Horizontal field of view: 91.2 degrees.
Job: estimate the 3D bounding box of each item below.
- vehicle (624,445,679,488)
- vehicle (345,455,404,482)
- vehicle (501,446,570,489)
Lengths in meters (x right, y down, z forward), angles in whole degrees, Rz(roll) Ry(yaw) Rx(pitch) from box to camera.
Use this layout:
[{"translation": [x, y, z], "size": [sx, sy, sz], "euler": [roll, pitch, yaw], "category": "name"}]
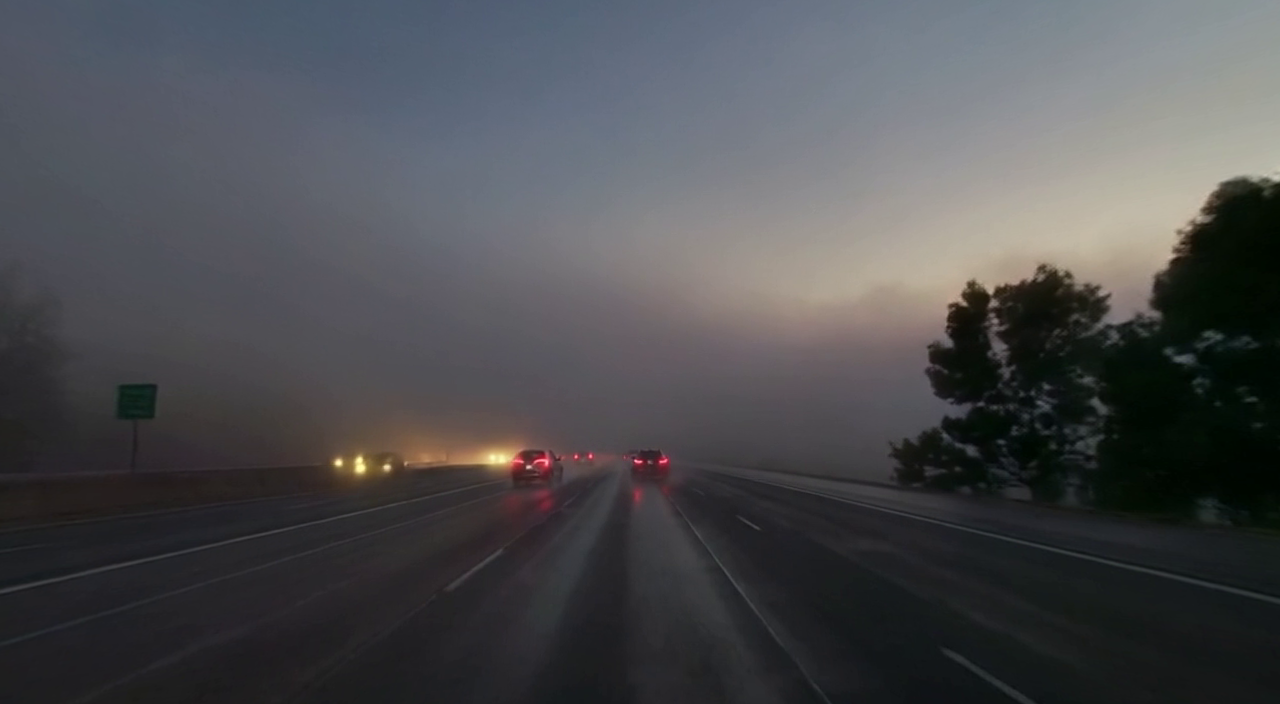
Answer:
[{"translation": [0.398, 4.546, 25.161], "size": [2.015, 1.526, 4.286], "euler": [0, -9, -1], "category": "vehicle"}, {"translation": [-16.852, 7.378, 39.954], "size": [1.874, 1.538, 4.116], "euler": [-1, -9, 1], "category": "vehicle"}, {"translation": [-4.020, 4.522, 24.847], "size": [1.940, 1.502, 4.463], "euler": [-1, -9, 1], "category": "vehicle"}]
